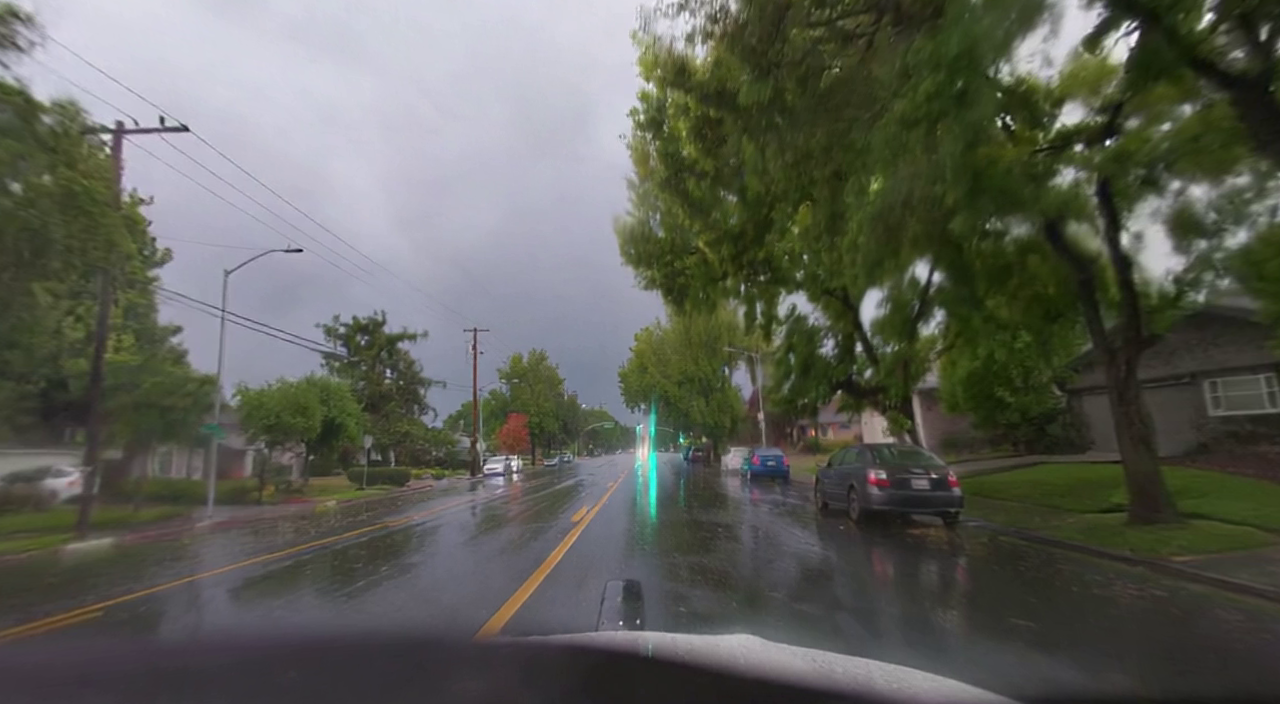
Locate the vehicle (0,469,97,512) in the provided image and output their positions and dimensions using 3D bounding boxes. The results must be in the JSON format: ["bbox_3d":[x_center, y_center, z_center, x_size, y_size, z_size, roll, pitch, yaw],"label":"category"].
[{"bbox_3d":[-23.317,5.149,23.572,4.410,1.440,1.838,0,-8,1],"label":"vehicle"}]

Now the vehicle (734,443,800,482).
[{"bbox_3d":[5.247,4.602,26.657,1.924,1.516,4.163,0,-8,0],"label":"vehicle"}]

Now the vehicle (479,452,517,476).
[{"bbox_3d":[-10.378,8.216,46.403,1.845,1.626,4.105,0,-8,-1],"label":"vehicle"}]

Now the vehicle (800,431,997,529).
[{"bbox_3d":[4.771,2.413,12.568,1.934,1.573,4.547,0,-8,-1],"label":"vehicle"}]
